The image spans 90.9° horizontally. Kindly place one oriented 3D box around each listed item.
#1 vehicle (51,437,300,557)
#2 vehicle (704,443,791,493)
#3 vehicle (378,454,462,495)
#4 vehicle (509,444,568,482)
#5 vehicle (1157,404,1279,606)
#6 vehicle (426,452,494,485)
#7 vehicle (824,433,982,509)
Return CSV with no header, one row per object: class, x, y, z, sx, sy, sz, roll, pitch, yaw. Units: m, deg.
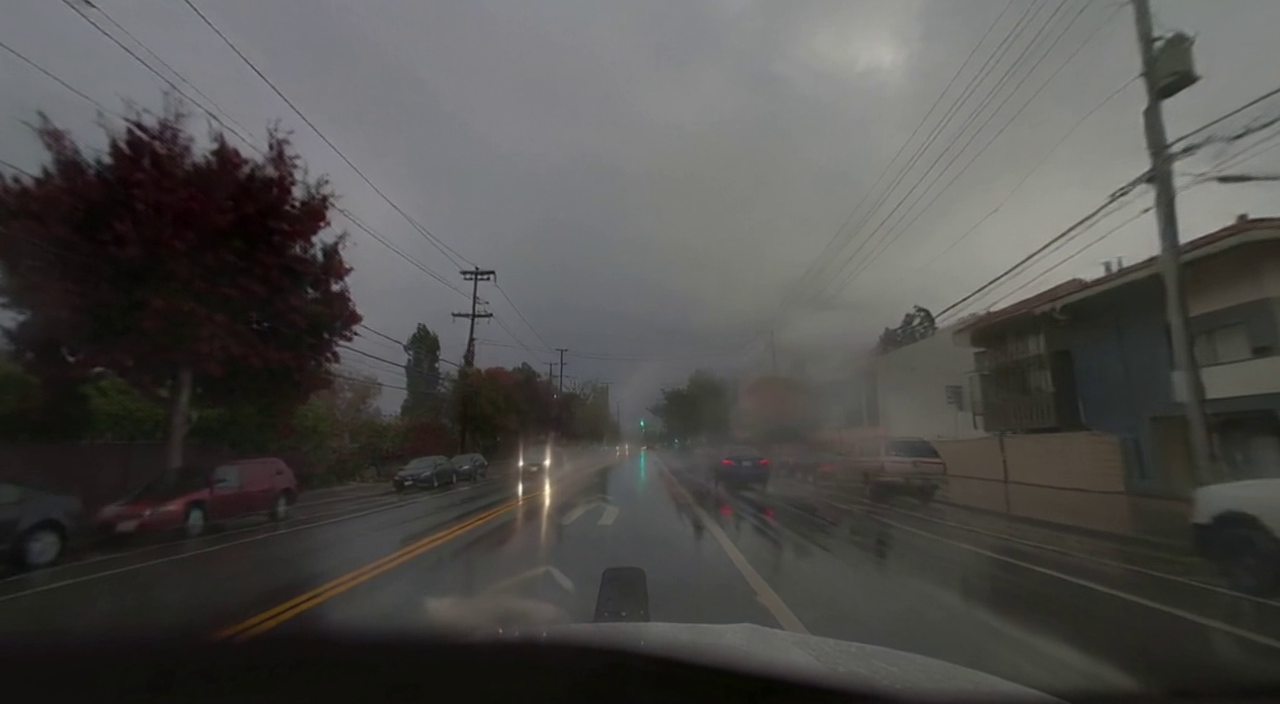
vehicle,-9.480,2.916,13.503,1.981,1.975,4.534,-3,-8,-2
vehicle,3.550,3.933,21.804,2.059,1.489,4.629,0,-9,-1
vehicle,-9.355,5.220,27.214,1.944,1.524,4.404,-1,-8,1
vehicle,-4.661,5.163,29.666,2.010,1.588,4.186,-1,-8,1
vehicle,7.643,1.313,4.881,2.380,2.030,5.861,-1,-9,1
vehicle,-9.179,5.969,32.592,2.117,1.474,4.740,-1,-8,0
vehicle,7.725,3.555,19.473,2.250,1.935,6.052,0,-8,0
